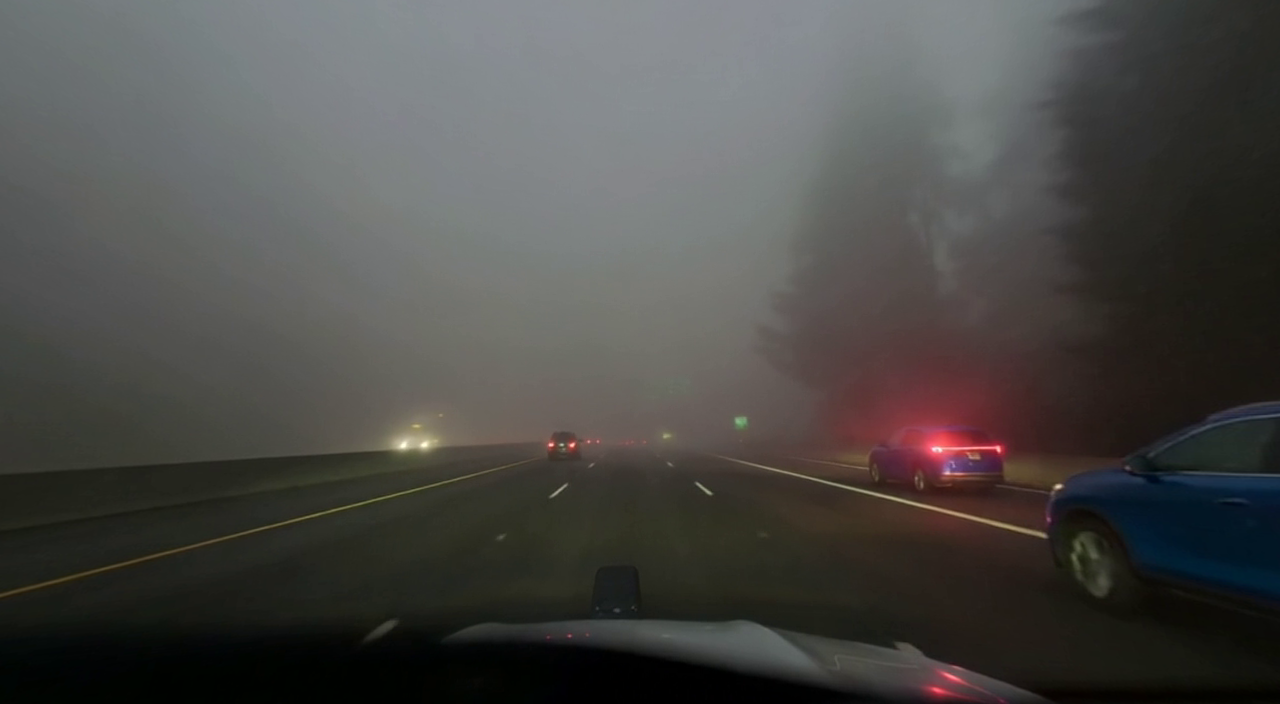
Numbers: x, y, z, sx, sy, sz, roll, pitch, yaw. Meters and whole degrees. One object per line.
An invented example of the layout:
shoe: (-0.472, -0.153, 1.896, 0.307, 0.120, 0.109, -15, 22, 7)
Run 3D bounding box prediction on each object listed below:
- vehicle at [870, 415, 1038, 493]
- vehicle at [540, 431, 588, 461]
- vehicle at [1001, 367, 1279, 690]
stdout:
vehicle: (7.324, 2.402, 15.211, 1.956, 1.634, 3.935, 0, -8, -1)
vehicle: (-3.928, 4.903, 33.175, 2.032, 1.465, 4.316, 0, -8, -1)
vehicle: (4.148, 0.896, 3.299, 2.011, 1.576, 4.060, 0, -8, -1)
